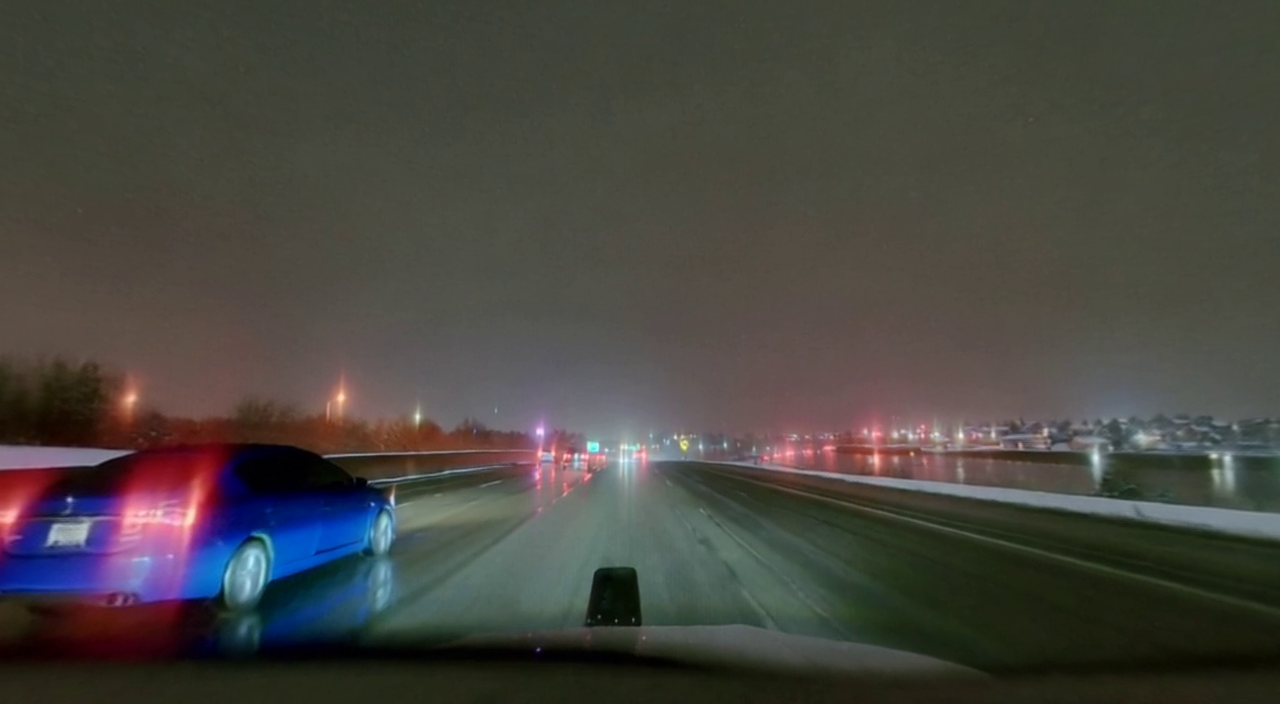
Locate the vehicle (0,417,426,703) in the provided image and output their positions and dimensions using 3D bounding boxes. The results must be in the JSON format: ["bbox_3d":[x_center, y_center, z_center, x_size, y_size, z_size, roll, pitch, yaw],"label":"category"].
[{"bbox_3d":[-3.721,1.421,5.494,2.114,1.480,4.473,0,-9,0],"label":"vehicle"}]

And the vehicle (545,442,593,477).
[{"bbox_3d":[-3.678,5.692,33.586,2.075,1.702,4.257,0,-9,0],"label":"vehicle"}]
